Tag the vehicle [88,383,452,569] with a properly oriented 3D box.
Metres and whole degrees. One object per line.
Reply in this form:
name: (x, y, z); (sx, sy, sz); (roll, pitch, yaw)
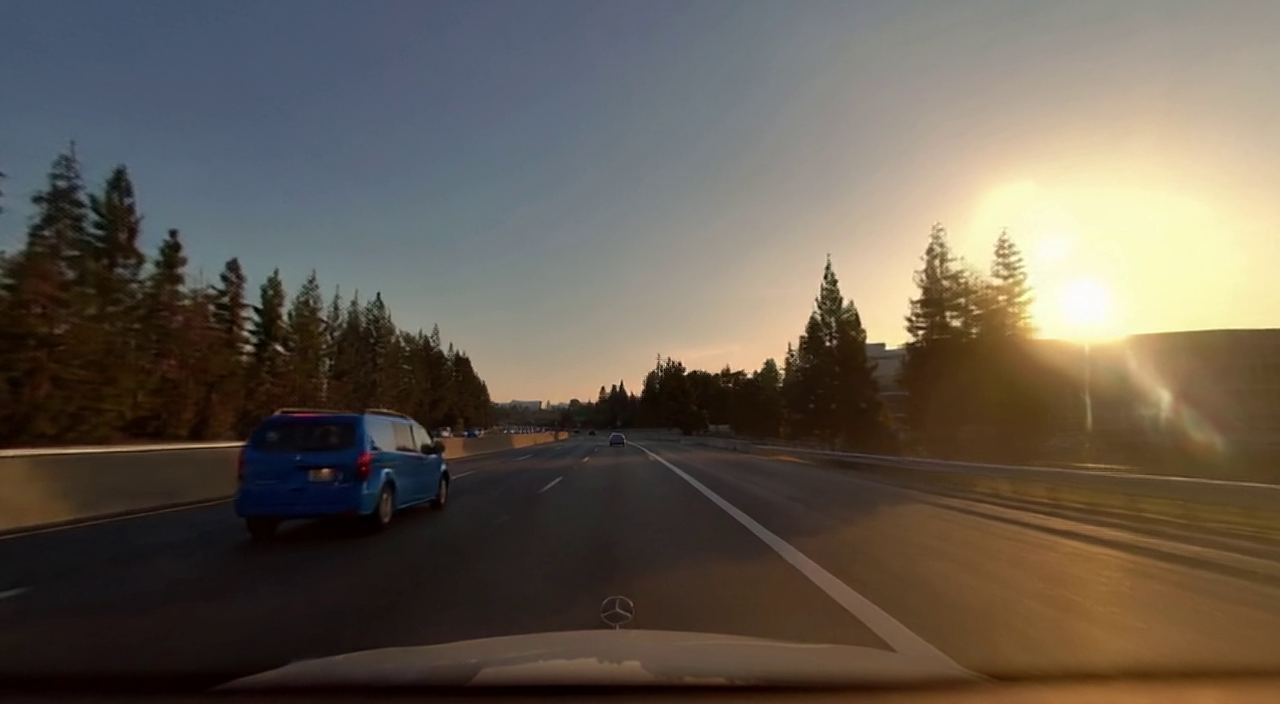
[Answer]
vehicle: (-4.365, 1.529, 8.664); (2.219, 1.827, 4.738); (0, -7, -2)
